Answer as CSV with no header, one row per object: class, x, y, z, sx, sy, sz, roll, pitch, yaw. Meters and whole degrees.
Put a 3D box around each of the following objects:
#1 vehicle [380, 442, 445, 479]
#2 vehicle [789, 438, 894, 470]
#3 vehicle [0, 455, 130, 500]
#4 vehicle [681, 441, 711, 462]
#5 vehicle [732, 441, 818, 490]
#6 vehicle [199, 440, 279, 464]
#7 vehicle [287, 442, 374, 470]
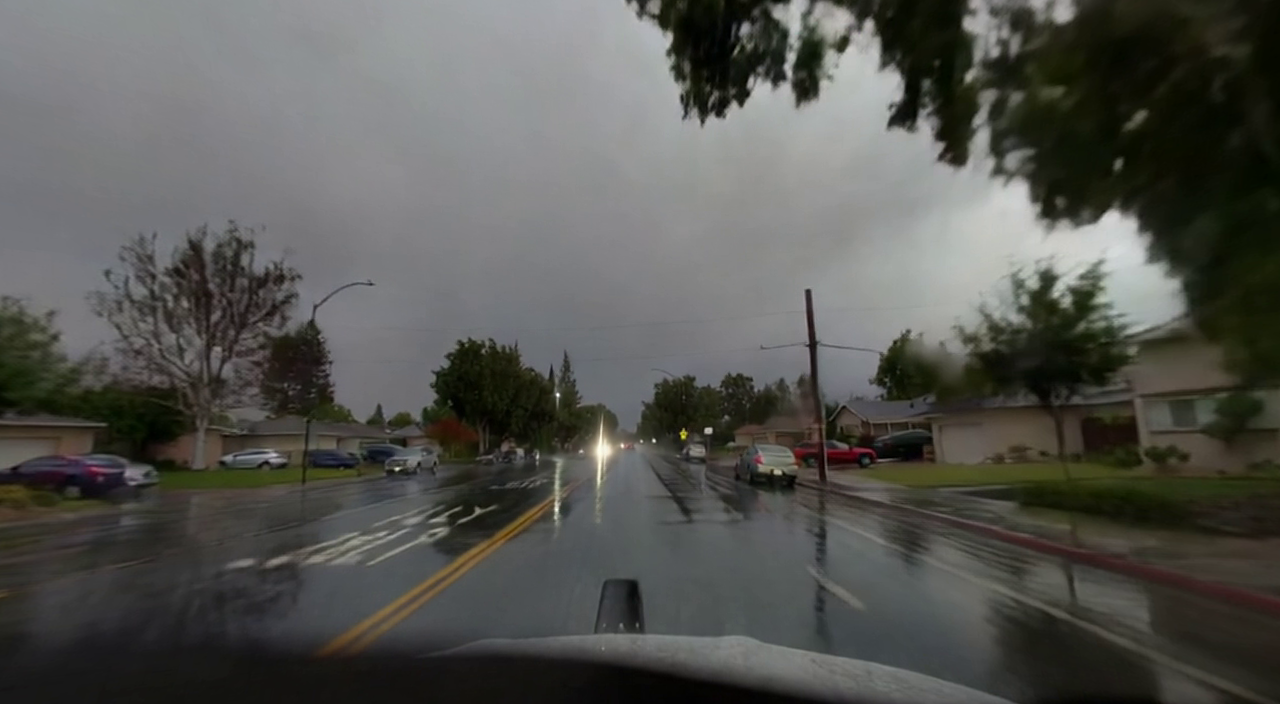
vehicle,-12.932,6.132,36.161,2.049,1.782,4.460,-4,-7,0
vehicle,9.940,5.029,31.394,4.501,1.502,1.975,0,-8,-1
vehicle,-21.553,4.504,22.833,4.413,1.477,2.100,0,-8,1
vehicle,4.346,7.832,49.878,1.925,1.482,4.746,0,-8,0
vehicle,4.465,3.794,21.573,1.970,1.455,4.233,0,-8,-1
vehicle,-26.800,6.705,42.343,4.073,1.502,1.822,-1,-8,-2
vehicle,-20.525,6.905,42.098,4.744,1.752,2.008,1,-8,-7
